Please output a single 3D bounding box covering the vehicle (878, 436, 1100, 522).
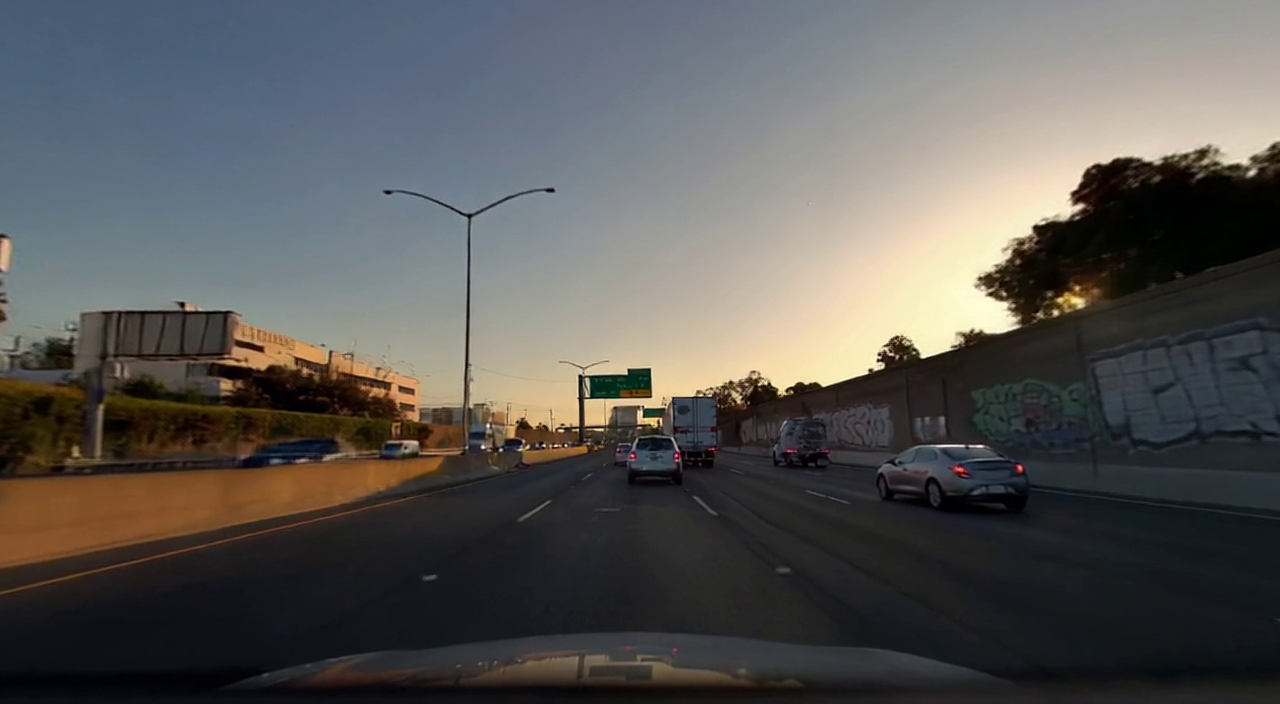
[{"bbox_3d":[6.954,2.565,13.347,1.915,1.476,4.677,0,-9,-1],"label":"vehicle"}]

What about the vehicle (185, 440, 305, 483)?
[{"bbox_3d":[-14.210,3.946,22.995,2.065,1.401,3.497,0,-9,0],"label":"vehicle"}]

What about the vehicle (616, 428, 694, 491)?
[{"bbox_3d":[0.342,3.614,21.567,2.249,1.843,5.176,0,-9,-3],"label":"vehicle"}]

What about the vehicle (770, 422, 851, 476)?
[{"bbox_3d":[8.251,4.813,31.433,2.322,2.360,6.433,0,-9,1],"label":"vehicle"}]

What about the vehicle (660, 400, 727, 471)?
[{"bbox_3d":[3.034,5.268,39.172,2.976,3.806,10.591,0,-9,-1],"label":"vehicle"}]

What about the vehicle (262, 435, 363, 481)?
[{"bbox_3d":[-10.650,3.458,20.794,1.526,1.383,3.355,0,-9,0],"label":"vehicle"}]
